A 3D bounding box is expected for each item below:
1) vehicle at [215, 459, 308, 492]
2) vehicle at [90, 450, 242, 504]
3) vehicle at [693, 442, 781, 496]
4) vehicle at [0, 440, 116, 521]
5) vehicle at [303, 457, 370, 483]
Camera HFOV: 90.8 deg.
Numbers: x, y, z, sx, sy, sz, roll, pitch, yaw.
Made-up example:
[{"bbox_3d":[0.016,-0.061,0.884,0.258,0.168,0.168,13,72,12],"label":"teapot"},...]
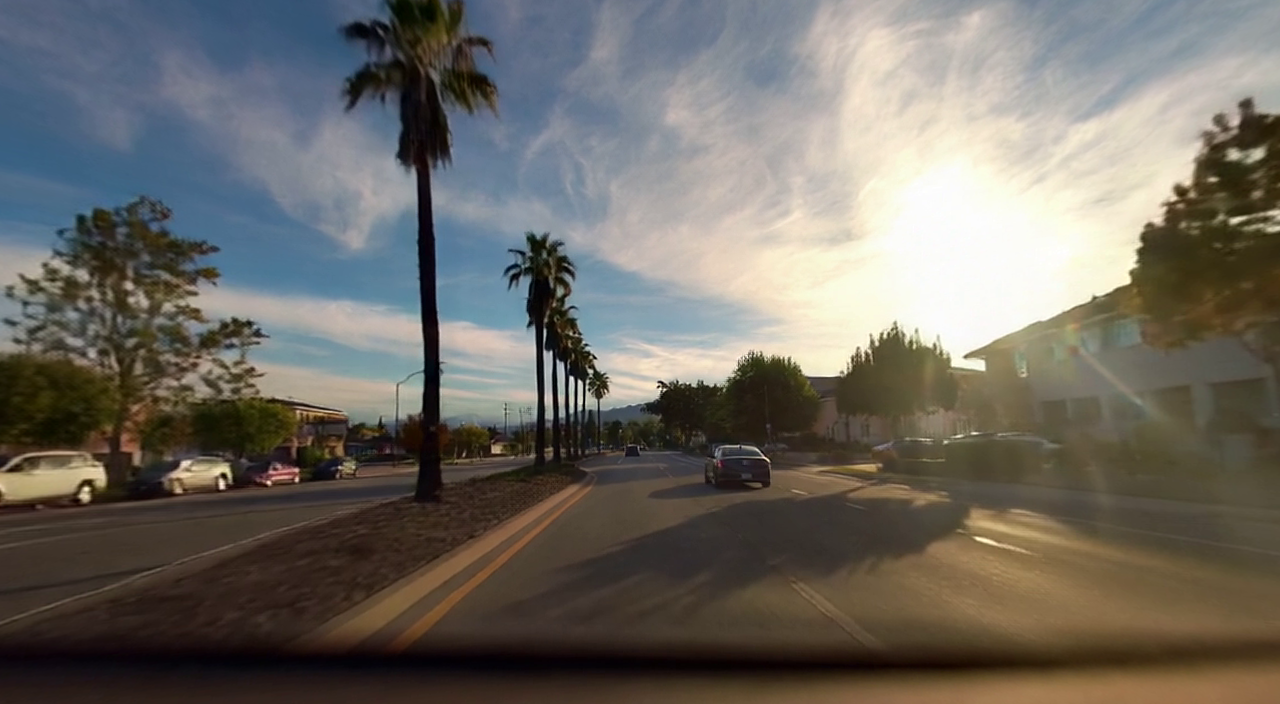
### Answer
[{"bbox_3d":[-19.189,6.254,32.336,1.836,1.476,4.950,0,-9,-1],"label":"vehicle"},{"bbox_3d":[-19.208,5.047,26.056,2.056,1.946,5.498,0,-9,-1],"label":"vehicle"},{"bbox_3d":[2.919,3.660,20.138,1.989,1.492,4.689,0,-9,-1],"label":"vehicle"},{"bbox_3d":[-19.185,3.801,19.003,2.344,2.232,5.170,0,-9,-1],"label":"vehicle"},{"bbox_3d":[-19.227,7.470,40.264,1.897,1.482,4.707,0,-9,0],"label":"vehicle"}]
